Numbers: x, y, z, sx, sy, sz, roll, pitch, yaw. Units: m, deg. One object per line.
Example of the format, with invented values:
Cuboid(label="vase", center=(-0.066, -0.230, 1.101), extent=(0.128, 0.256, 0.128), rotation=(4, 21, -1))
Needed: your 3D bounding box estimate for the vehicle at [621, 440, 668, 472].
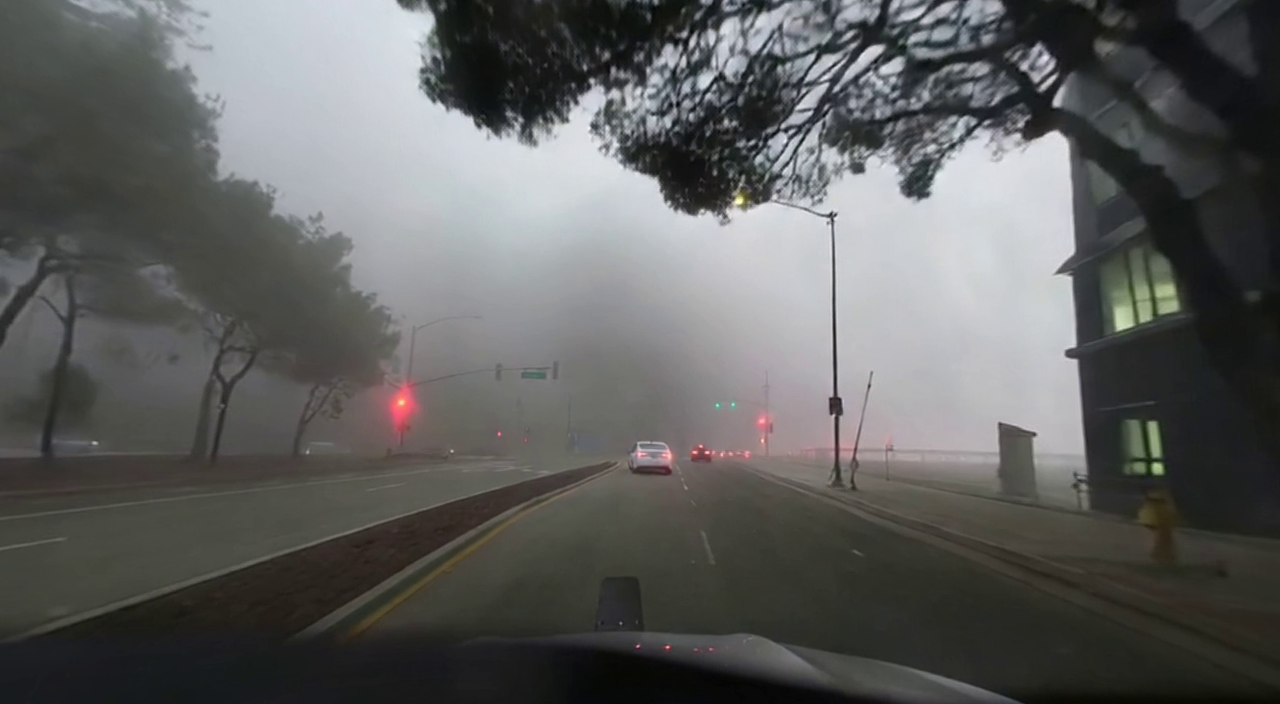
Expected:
Cuboid(label="vehicle", center=(0.307, 5.255, 32.021), extent=(2.173, 1.479, 4.264), rotation=(-1, -9, 4))
